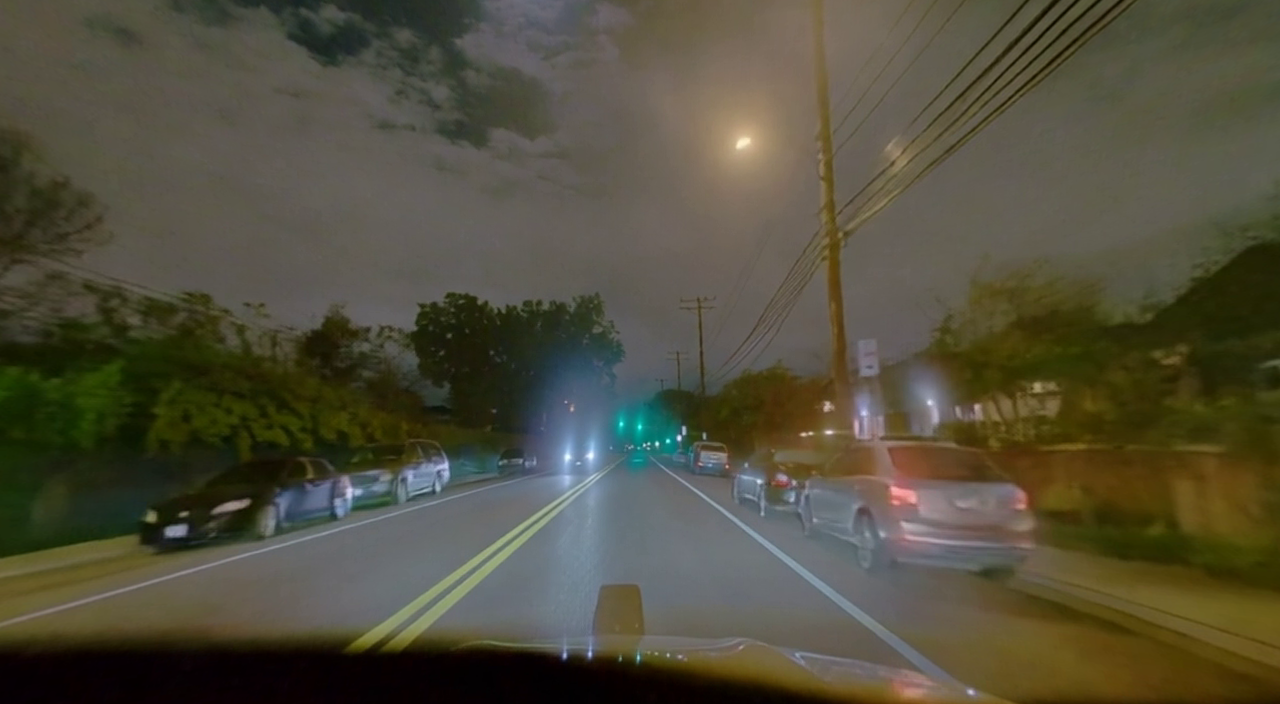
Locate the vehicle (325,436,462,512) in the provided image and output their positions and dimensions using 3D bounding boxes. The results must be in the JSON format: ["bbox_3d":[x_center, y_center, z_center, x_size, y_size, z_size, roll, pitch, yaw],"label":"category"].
[{"bbox_3d":[-6.744,3.321,17.957,2.014,1.817,4.639,-1,-8,0],"label":"vehicle"}]

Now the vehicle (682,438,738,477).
[{"bbox_3d":[3.296,5.106,30.781,2.031,1.762,4.749,0,-9,-2],"label":"vehicle"}]

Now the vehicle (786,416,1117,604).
[{"bbox_3d":[3.208,1.697,7.676,1.826,1.614,4.241,0,-9,0],"label":"vehicle"}]

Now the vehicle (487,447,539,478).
[{"bbox_3d":[-6.967,6.067,35.028,1.843,1.589,4.416,0,-9,1],"label":"vehicle"}]

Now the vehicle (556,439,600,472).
[{"bbox_3d":[-3.696,6.290,38.526,2.210,1.838,4.854,0,-9,0],"label":"vehicle"}]

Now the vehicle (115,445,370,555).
[{"bbox_3d":[-6.701,2.473,11.403,1.866,1.487,4.416,-1,-8,-2],"label":"vehicle"}]
